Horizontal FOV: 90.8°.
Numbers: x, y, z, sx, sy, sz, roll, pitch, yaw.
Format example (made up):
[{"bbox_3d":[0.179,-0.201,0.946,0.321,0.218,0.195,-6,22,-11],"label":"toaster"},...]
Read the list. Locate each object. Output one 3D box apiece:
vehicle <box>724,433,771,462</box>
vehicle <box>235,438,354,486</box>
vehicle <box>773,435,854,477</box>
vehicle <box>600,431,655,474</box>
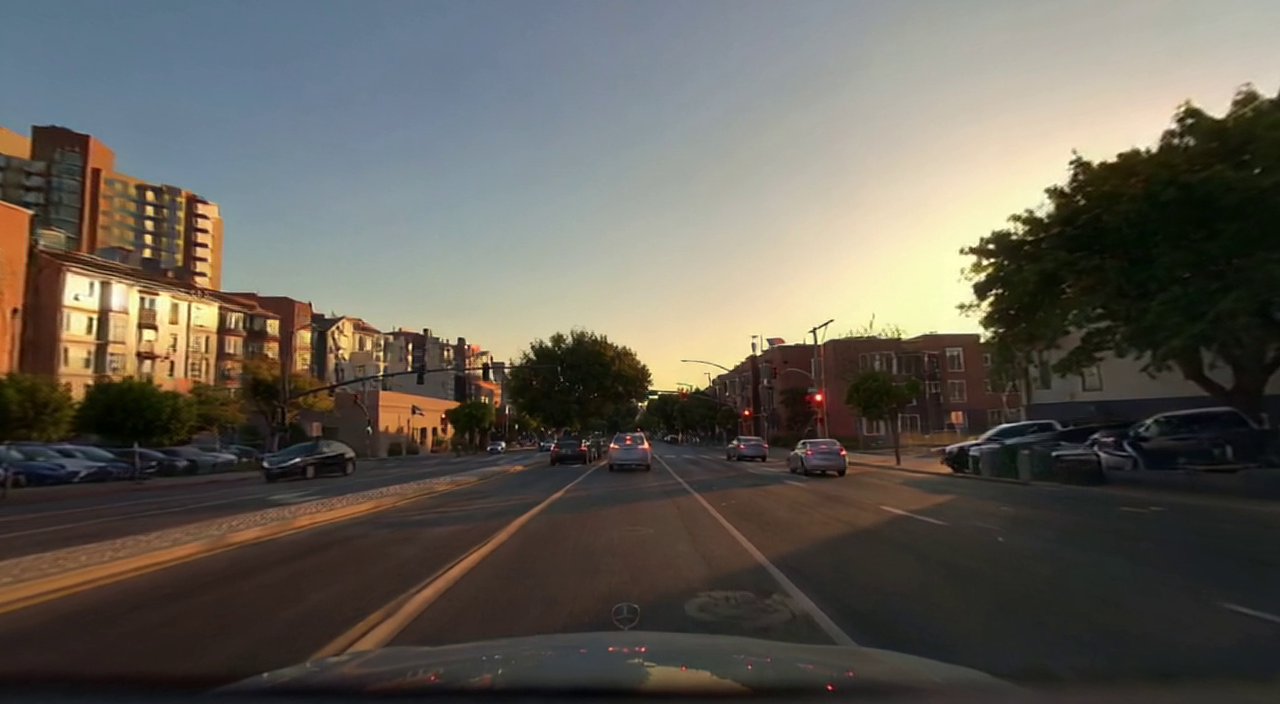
[{"bbox_3d":[6.293,5.676,37.539,1.963,1.611,4.359,0,-9,-1],"label":"vehicle"},{"bbox_3d":[-13.508,4.311,25.049,1.858,1.686,4.330,-1,-9,7],"label":"vehicle"},{"bbox_3d":[6.312,3.846,23.499,1.768,1.417,4.213,0,-9,-1],"label":"vehicle"},{"bbox_3d":[-0.461,4.028,25.467,2.032,1.593,3.896,0,-9,0],"label":"vehicle"}]
